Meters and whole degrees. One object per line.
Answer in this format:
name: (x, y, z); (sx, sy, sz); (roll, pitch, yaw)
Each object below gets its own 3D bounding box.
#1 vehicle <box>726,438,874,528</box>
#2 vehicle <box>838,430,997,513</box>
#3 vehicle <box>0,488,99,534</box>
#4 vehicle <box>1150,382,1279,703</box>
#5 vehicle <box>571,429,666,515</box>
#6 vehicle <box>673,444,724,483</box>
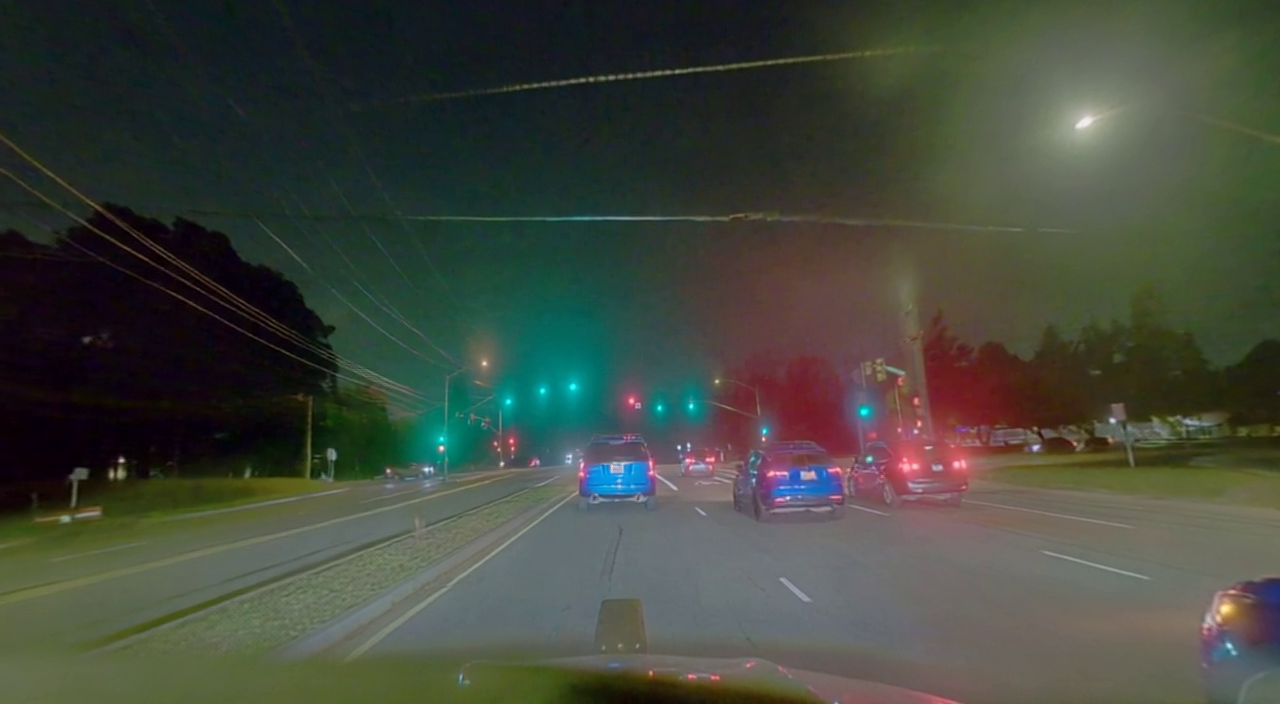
vehicle: (3.169, 2.677, 13.548); (1.880, 1.579, 4.401); (0, -9, -2)
vehicle: (6.693, 2.917, 15.889); (1.929, 1.753, 4.396); (0, -9, -1)
vehicle: (-26.926, 7.197, 28.582); (4.526, 1.715, 1.989); (-10, -13, 26)
vehicle: (3.248, 0.620, 0.573); (1.889, 1.517, 4.308); (0, -9, -1)
vehicle: (-0.580, 3.160, 17.093); (2.231, 1.998, 4.254); (0, -9, -2)
vehicle: (2.776, 5.403, 30.844); (1.915, 1.765, 4.047); (0, -9, -2)
